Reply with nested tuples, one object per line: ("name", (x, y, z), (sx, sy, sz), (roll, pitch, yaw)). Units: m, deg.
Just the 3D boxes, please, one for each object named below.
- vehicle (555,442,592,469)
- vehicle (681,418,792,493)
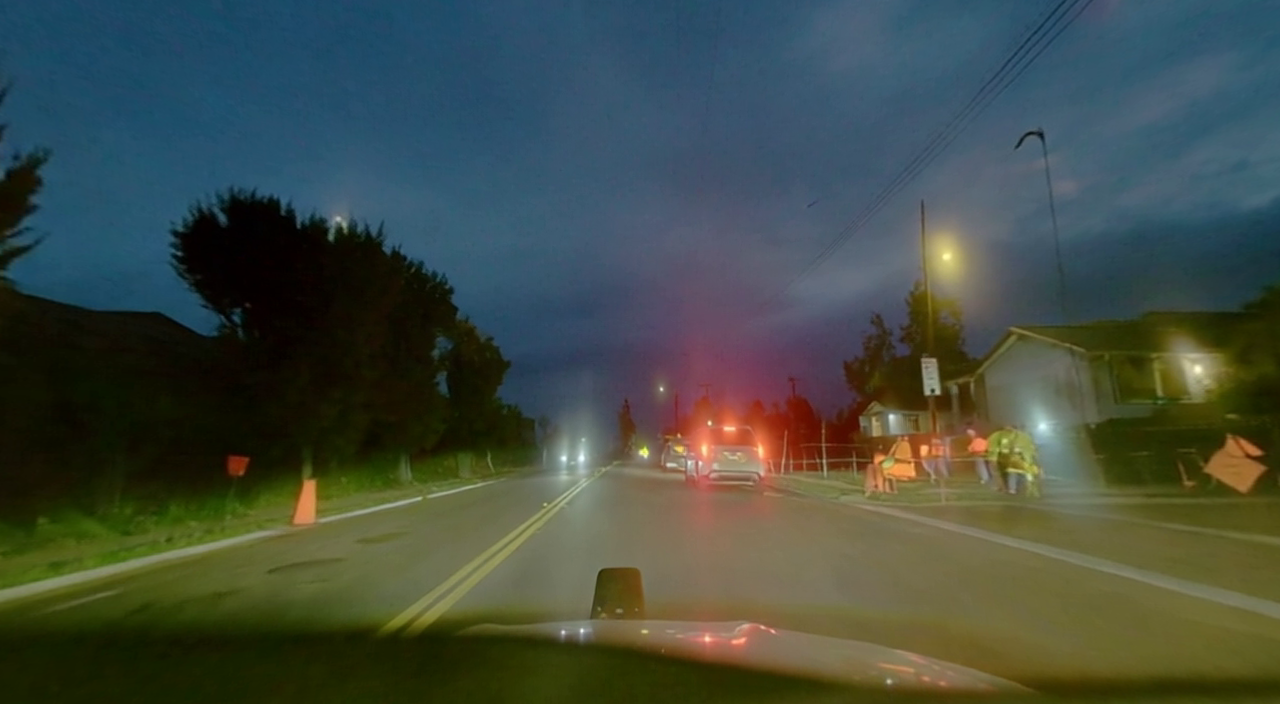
("vehicle", (-4.539, 7.138, 43.643), (2.078, 1.716, 4.367), (0, -9, 0))
("vehicle", (2.940, 3.408, 21.127), (2.759, 2.114, 6.152), (0, -9, 0))
